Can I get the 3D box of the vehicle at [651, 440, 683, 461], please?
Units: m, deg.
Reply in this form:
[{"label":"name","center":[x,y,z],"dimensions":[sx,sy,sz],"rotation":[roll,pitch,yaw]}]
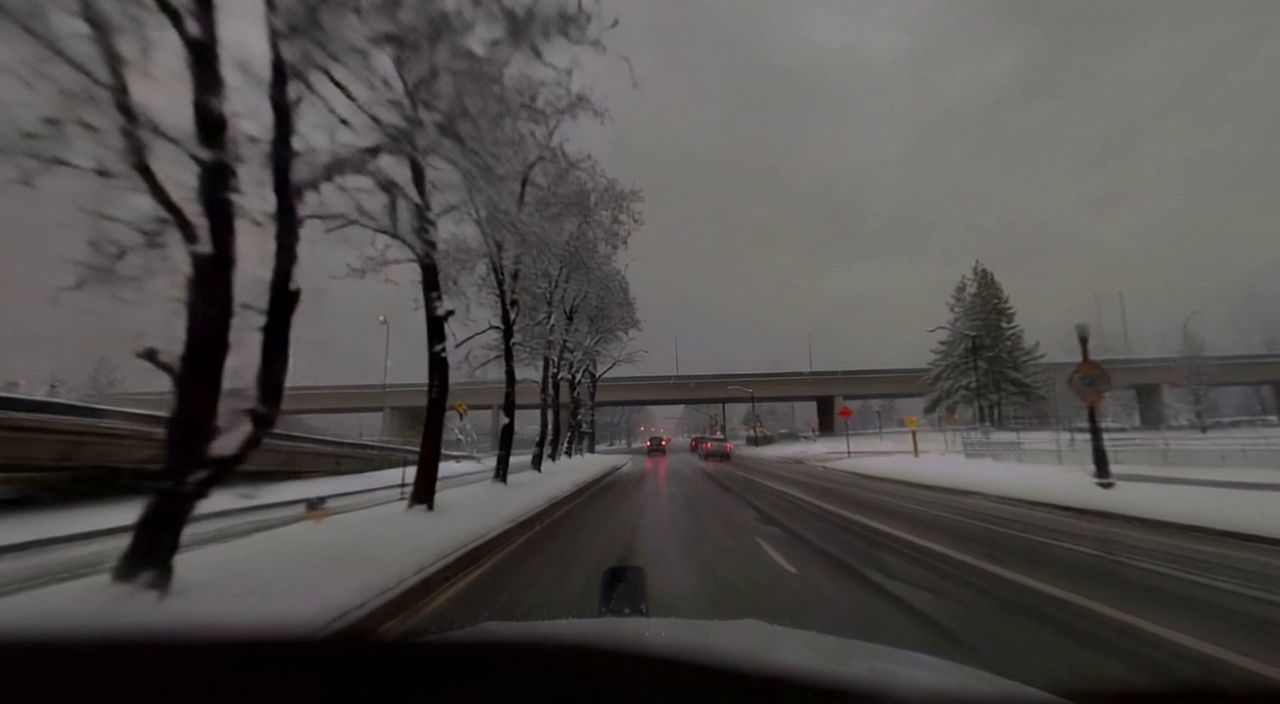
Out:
[{"label":"vehicle","center":[2.023,7.353,46.923],"dimensions":[2.280,1.475,4.051],"rotation":[-1,-9,4]}]
